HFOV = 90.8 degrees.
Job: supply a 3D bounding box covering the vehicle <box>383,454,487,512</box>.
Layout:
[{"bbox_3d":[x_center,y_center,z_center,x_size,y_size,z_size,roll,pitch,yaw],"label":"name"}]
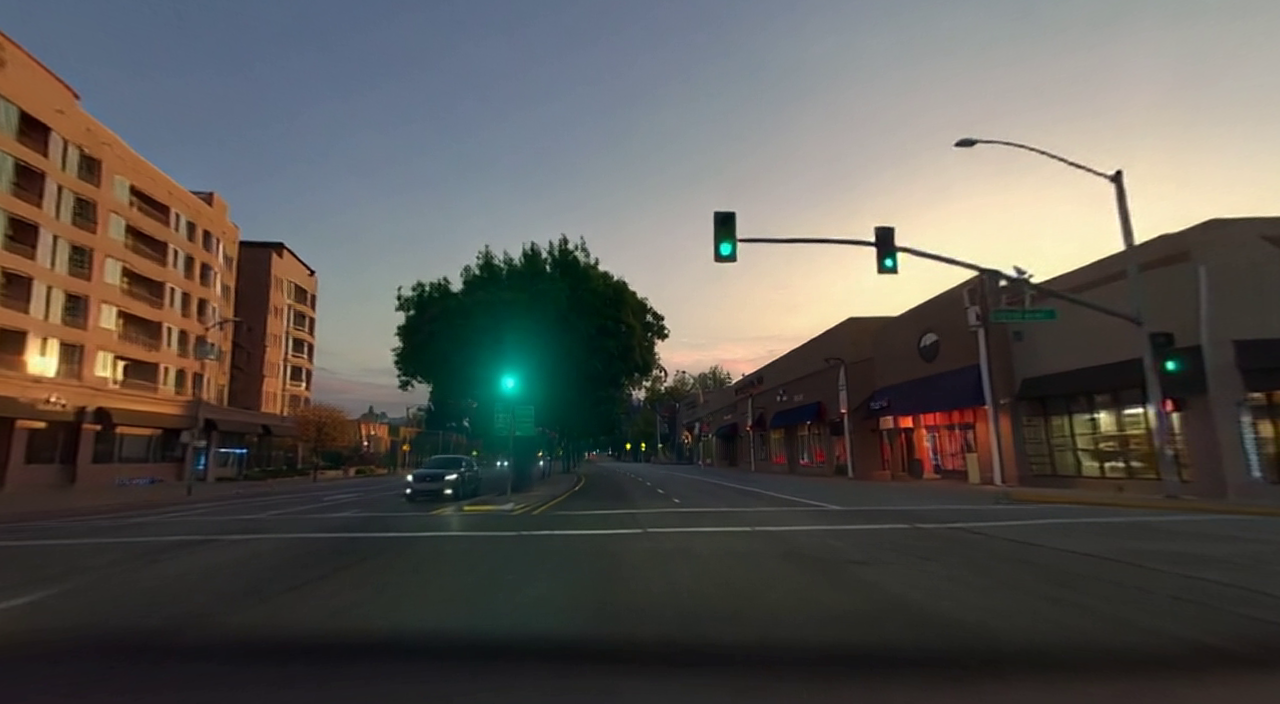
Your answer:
[{"bbox_3d":[-5.900,3.782,18.760,1.894,1.474,4.332,0,-9,-4],"label":"vehicle"}]
